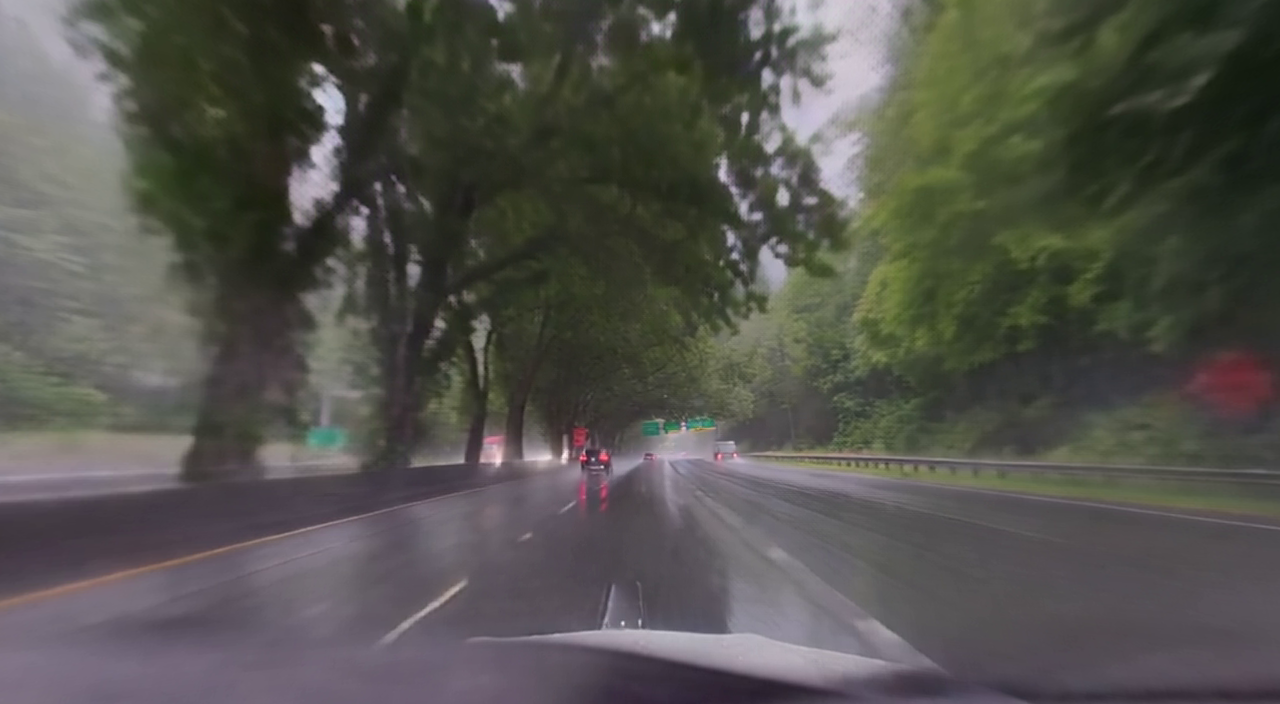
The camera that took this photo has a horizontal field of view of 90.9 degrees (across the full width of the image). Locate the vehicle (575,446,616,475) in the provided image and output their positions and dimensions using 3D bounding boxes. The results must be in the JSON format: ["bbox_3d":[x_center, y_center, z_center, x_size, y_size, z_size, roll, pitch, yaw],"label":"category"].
[{"bbox_3d":[-2.677,6.684,39.019,2.086,1.650,4.122,-1,-9,2],"label":"vehicle"}]
